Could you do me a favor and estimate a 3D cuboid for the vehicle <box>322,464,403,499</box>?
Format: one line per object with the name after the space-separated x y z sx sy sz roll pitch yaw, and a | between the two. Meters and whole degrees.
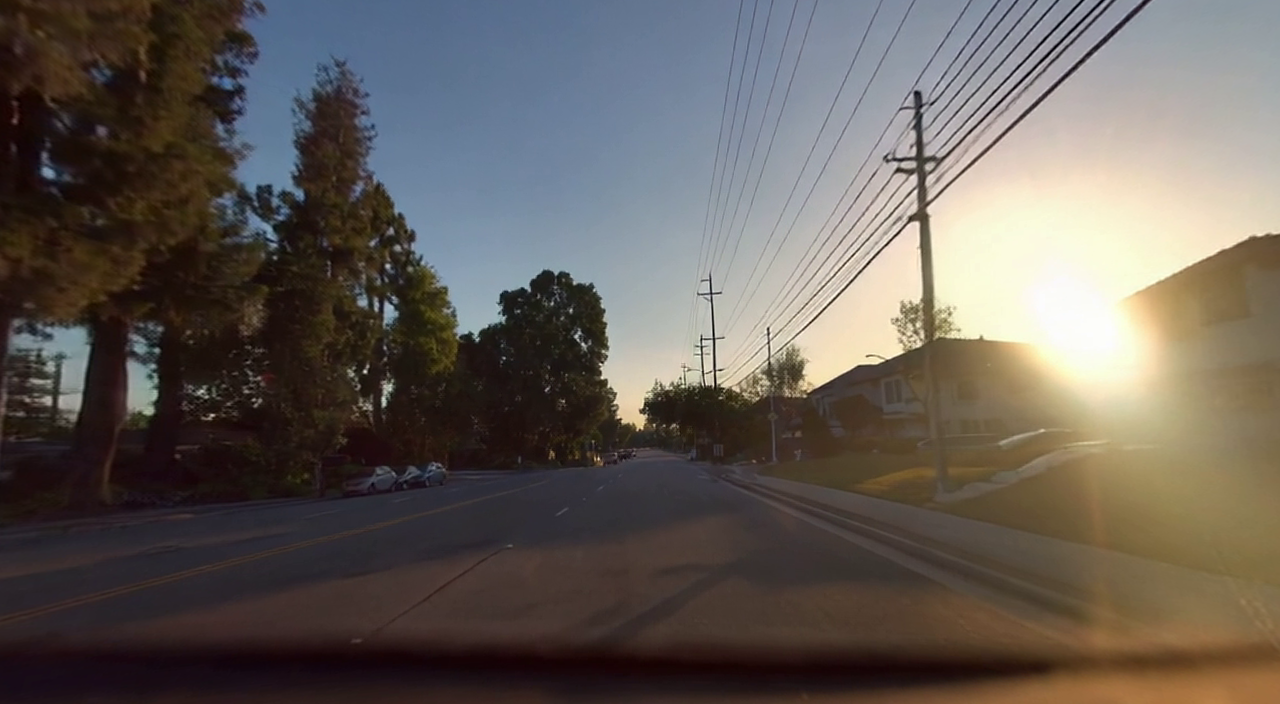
-13.679 6.389 31.467 1.936 1.489 4.311 -1 -9 3 | vehicle

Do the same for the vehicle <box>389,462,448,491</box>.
-13.371 7.535 38.459 1.863 1.481 4.363 -3 -9 3 | vehicle
